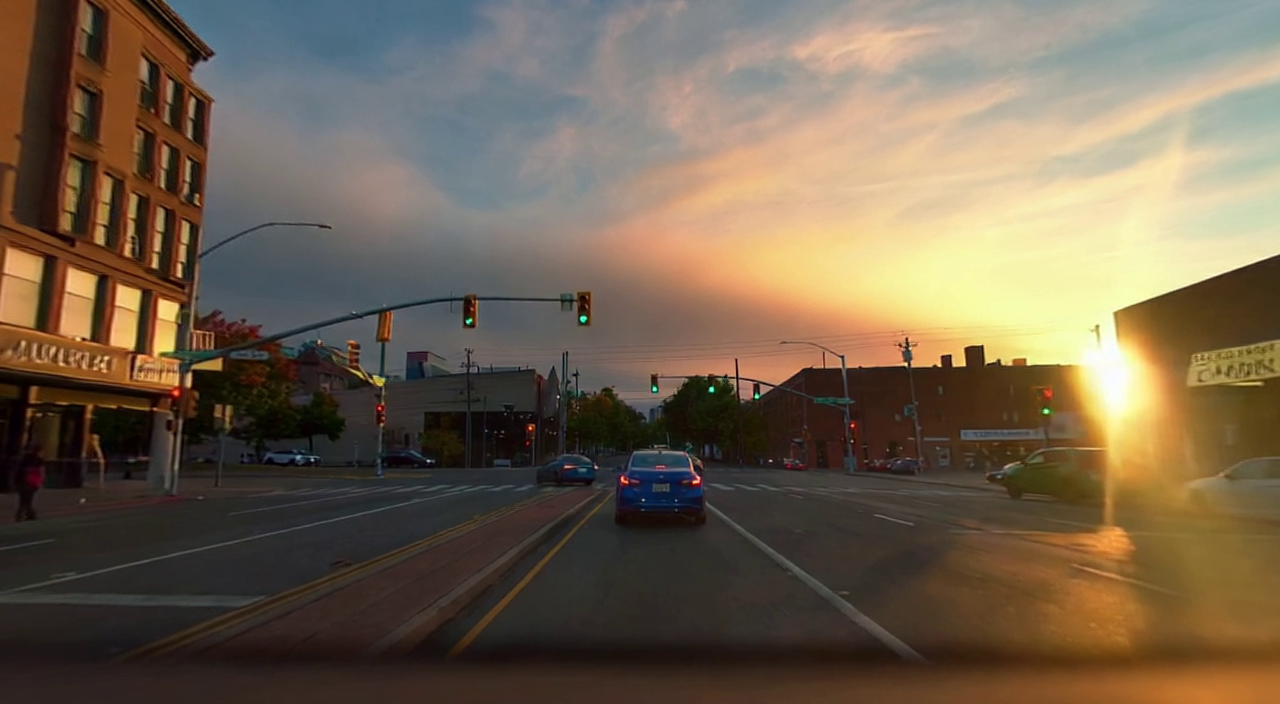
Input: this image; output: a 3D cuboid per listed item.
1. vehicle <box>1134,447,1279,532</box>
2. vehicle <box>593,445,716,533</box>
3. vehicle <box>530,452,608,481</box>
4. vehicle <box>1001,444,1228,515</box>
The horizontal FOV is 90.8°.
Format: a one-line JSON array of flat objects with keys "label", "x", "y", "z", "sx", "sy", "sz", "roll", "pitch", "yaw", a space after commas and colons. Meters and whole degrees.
[{"label": "vehicle", "x": 14.193, "y": 2.981, "z": 14.030, "sx": 2.235, "sy": 1.721, "sz": 5.230, "roll": 0, "pitch": -9, "yaw": 1}, {"label": "vehicle", "x": 0.289, "y": 2.652, "z": 12.870, "sx": 2.067, "sy": 1.471, "sz": 4.241, "roll": 0, "pitch": -9, "yaw": 1}, {"label": "vehicle", "x": -3.808, "y": 6.014, "z": 33.483, "sx": 1.841, "sy": 1.434, "sz": 4.531, "roll": 8, "pitch": -12, "yaw": -40}, {"label": "vehicle", "x": 14.099, "y": 3.786, "z": 19.450, "sx": 2.309, "sy": 1.819, "sz": 5.793, "roll": 0, "pitch": -9, "yaw": -2}]
